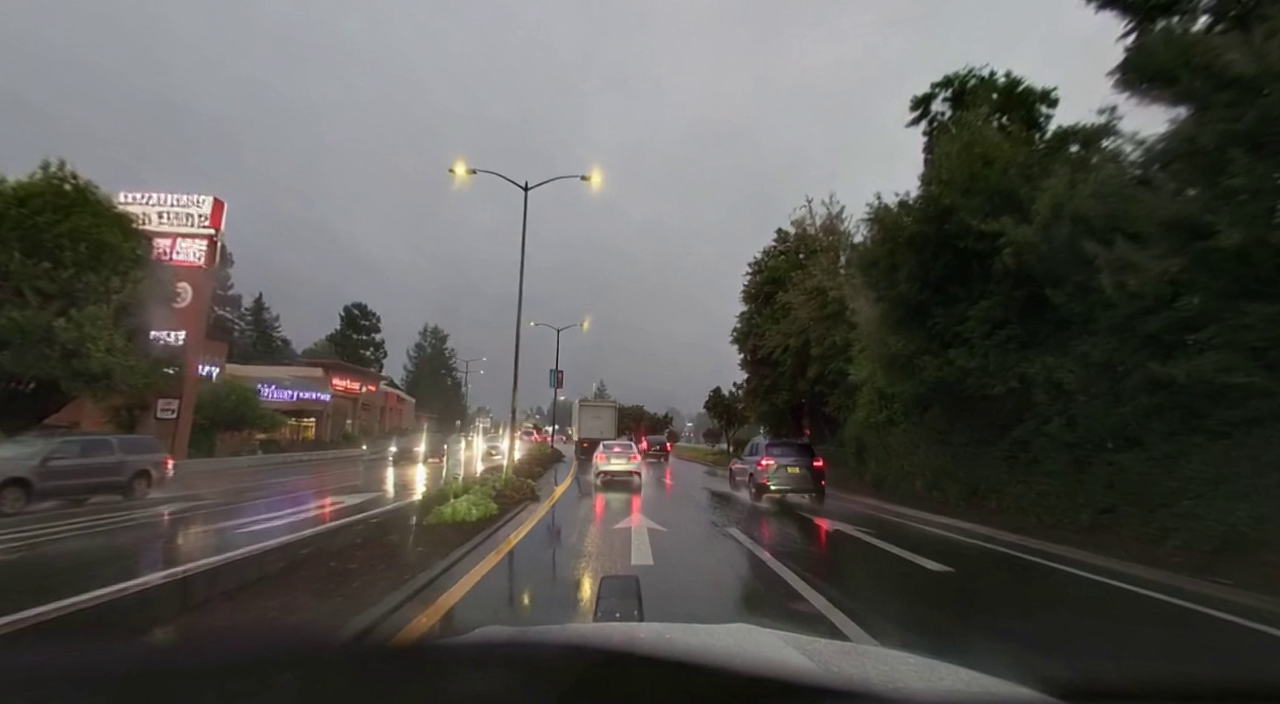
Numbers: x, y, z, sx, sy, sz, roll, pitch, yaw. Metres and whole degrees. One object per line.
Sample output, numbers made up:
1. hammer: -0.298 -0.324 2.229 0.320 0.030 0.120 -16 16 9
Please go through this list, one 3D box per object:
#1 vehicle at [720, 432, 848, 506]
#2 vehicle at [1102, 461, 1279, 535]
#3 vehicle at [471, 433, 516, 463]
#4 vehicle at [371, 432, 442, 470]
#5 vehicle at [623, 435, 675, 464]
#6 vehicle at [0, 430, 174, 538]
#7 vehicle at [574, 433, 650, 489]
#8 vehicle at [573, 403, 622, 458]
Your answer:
1. vehicle: 3.196 2.654 14.841 1.889 1.480 3.876 1 -8 -4
2. vehicle: 12.956 3.173 13.939 3.843 1.402 1.926 -1 -8 6
3. vehicle: -8.471 5.552 36.721 1.966 1.616 4.038 1 -8 -6
4. vehicle: -11.075 4.703 30.222 2.091 1.642 4.299 1 -8 -5
5. vehicle: 0.439 5.262 34.217 2.056 1.472 3.870 2 -8 -11
6. vehicle: -9.875 2.034 10.199 1.797 1.503 3.784 0 -8 -1
7. vehicle: -0.838 3.124 18.417 1.991 1.472 3.518 1 -8 -3
8. vehicle: -3.103 5.565 44.317 2.917 3.482 6.946 1 -8 -7
